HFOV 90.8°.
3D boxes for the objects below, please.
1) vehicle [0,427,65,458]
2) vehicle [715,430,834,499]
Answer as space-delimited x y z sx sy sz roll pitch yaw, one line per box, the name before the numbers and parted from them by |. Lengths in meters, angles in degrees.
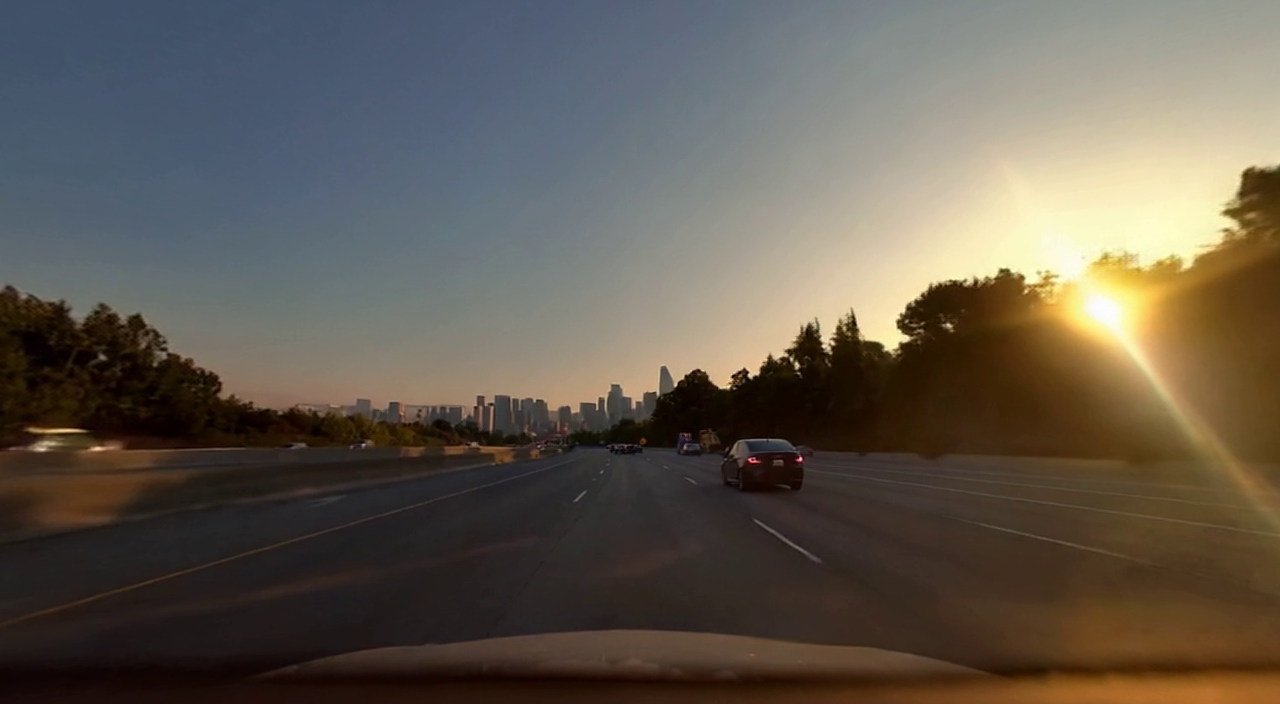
vehicle | -41.615 5.948 41.354 2.396 1.899 6.013 0 -8 -2
vehicle | 3.692 3.183 18.340 2.305 1.729 4.526 0 -8 -2
